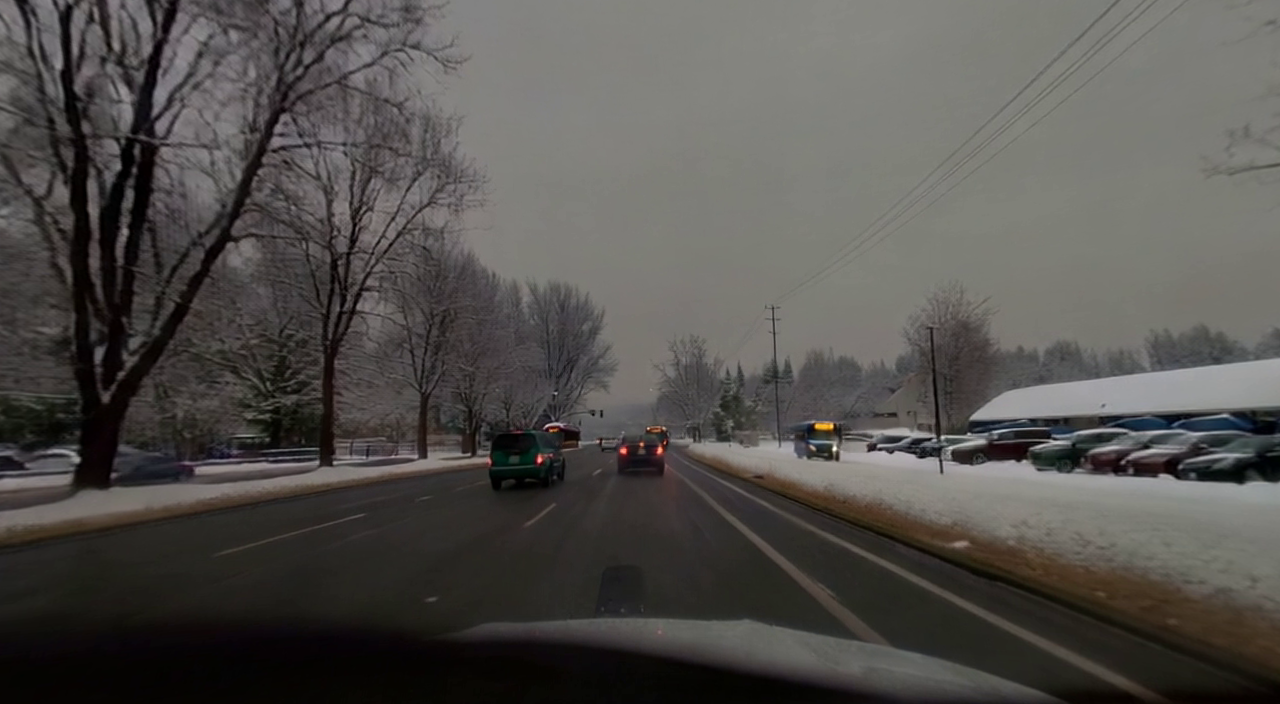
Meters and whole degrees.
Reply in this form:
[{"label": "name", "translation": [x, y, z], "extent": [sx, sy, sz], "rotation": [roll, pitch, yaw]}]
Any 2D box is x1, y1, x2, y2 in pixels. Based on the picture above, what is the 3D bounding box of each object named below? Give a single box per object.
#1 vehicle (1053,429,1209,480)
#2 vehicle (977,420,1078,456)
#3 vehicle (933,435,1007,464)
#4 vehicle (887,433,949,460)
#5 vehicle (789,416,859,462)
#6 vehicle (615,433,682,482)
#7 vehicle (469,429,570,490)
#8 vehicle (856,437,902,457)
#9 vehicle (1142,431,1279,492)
[{"label": "vehicle", "translation": [18.595, 3.900, 24.256], "extent": [1.965, 1.749, 4.838], "rotation": [0, -9, -2]}, {"label": "vehicle", "translation": [23.936, 5.417, 39.377], "extent": [2.225, 2.013, 6.379], "rotation": [0, -9, -1]}, {"label": "vehicle", "translation": [18.615, 5.550, 35.837], "extent": [1.826, 1.532, 4.290], "rotation": [0, -9, -1]}, {"label": "vehicle", "translation": [18.466, 6.298, 42.177], "extent": [1.841, 1.680, 4.842], "rotation": [0, -9, -1]}, {"label": "vehicle", "translation": [11.820, 5.694, 41.099], "extent": [2.754, 2.711, 6.196], "rotation": [0, -9, 1]}, {"label": "vehicle", "translation": [0.217, 3.646, 22.035], "extent": [2.123, 1.498, 4.226], "rotation": [0, -9, -1]}, {"label": "vehicle", "translation": [-3.529, 3.260, 19.379], "extent": [2.148, 1.636, 4.199], "rotation": [0, -9, 2]}, {"label": "vehicle", "translation": [18.241, 7.274, 48.330], "extent": [1.694, 1.451, 4.505], "rotation": [0, -9, 0]}, {"label": "vehicle", "translation": [18.649, 3.258, 18.976], "extent": [2.229, 1.661, 5.991], "rotation": [0, -9, 1]}]
